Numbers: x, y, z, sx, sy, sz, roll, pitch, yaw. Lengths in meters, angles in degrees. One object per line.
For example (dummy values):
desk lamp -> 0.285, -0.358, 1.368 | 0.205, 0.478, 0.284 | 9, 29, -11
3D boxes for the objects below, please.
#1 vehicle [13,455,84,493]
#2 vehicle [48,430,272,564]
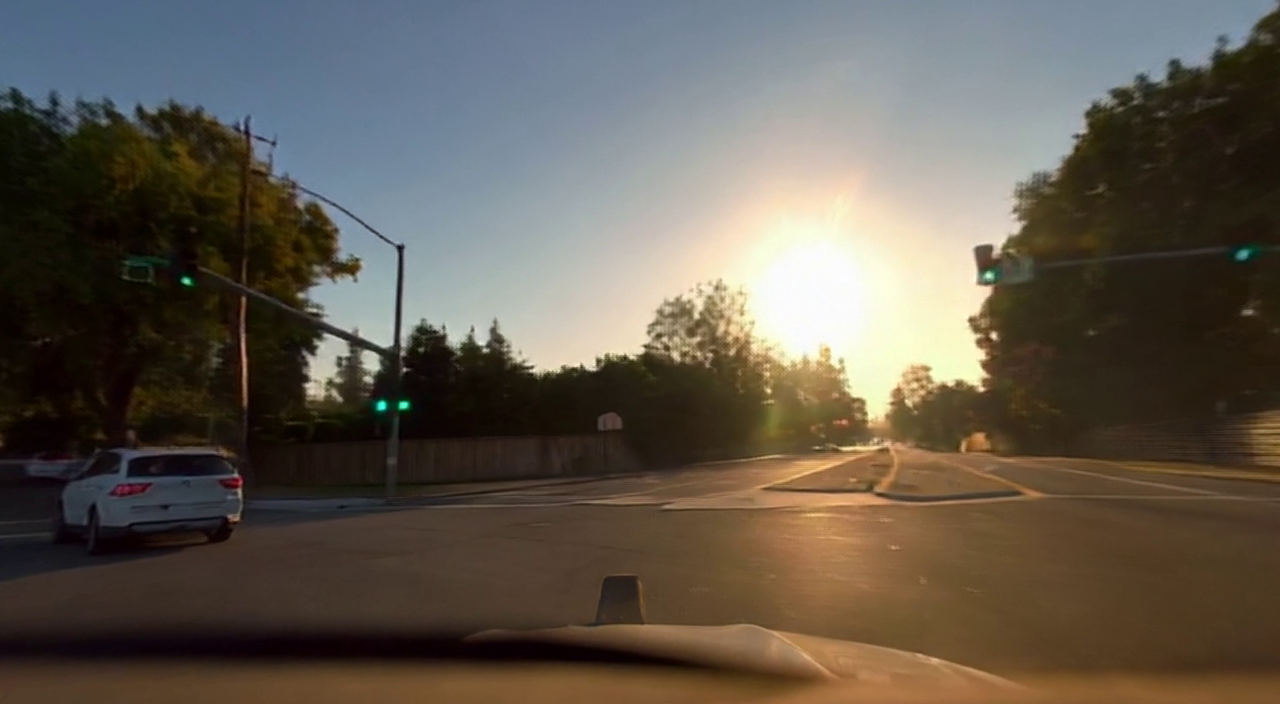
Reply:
vehicle -> -26.693, 5.428, 28.443 | 4.655, 1.476, 1.929 | -8, -13, 44
vehicle -> -8.598, 2.374, 11.169 | 4.580, 1.827, 2.230 | -8, -12, 43
